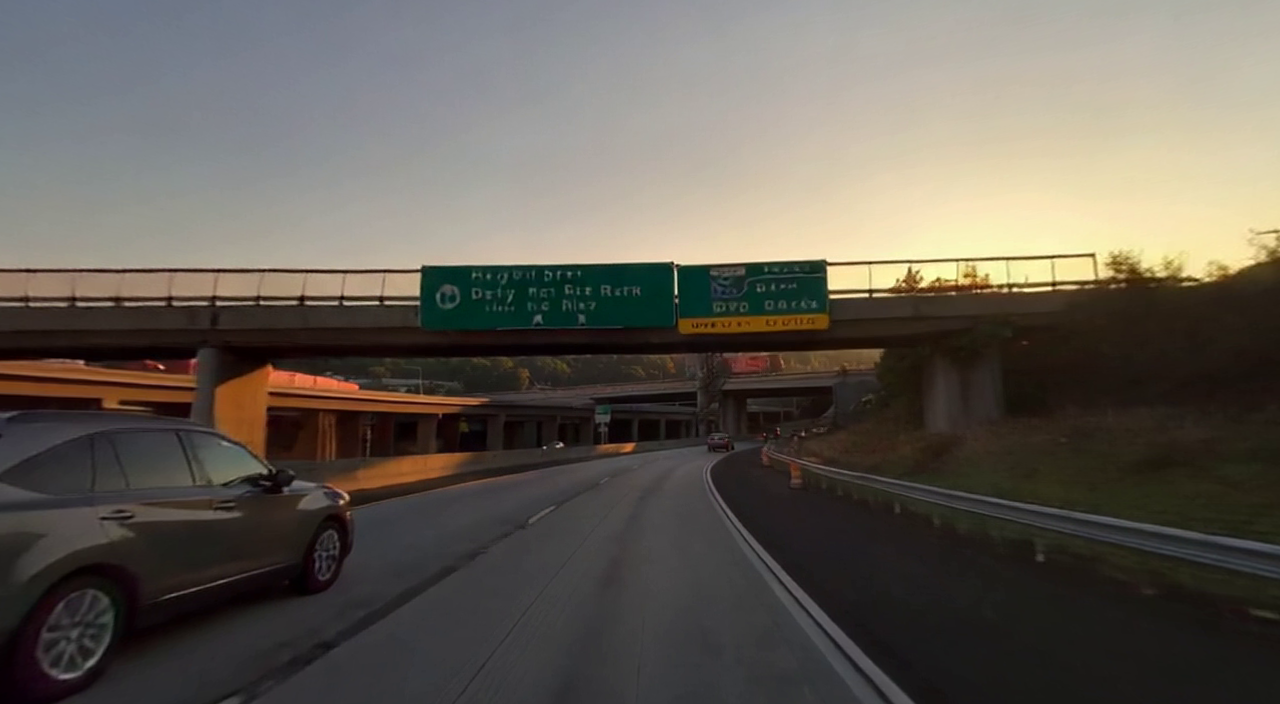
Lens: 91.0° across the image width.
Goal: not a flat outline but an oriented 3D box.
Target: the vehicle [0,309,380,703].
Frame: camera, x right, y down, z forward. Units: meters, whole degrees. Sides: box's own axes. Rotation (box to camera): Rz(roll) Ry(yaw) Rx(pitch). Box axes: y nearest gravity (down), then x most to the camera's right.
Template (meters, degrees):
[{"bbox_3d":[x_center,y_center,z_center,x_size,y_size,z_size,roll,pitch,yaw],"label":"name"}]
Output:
[{"bbox_3d":[-3.318,0.759,2.842,2.106,1.640,4.853,0,-8,1],"label":"vehicle"}]
